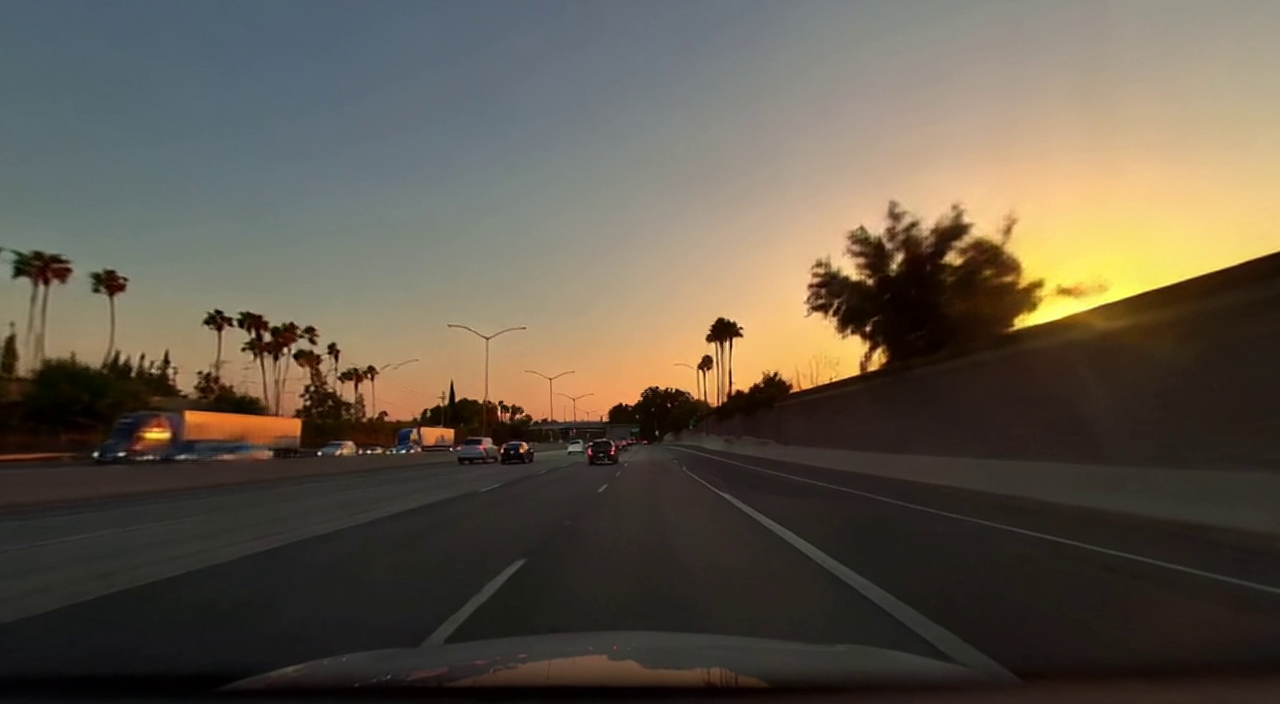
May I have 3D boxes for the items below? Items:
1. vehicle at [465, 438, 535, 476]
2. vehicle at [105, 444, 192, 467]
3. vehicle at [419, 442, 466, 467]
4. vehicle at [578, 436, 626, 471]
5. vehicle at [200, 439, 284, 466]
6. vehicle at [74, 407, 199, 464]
[{"bbox_3d":[-6.628,5.003,30.423,2.204,1.677,4.438,0,-8,2],"label":"vehicle"},{"bbox_3d":[-32.750,6.899,42.289,1.826,1.483,4.797,-1,-8,3],"label":"vehicle"},{"bbox_3d":[-13.987,7.264,45.064,1.836,1.662,4.317,0,-8,2],"label":"vehicle"},{"bbox_3d":[-1.905,5.262,32.962,2.201,1.672,4.128,0,-8,1],"label":"vehicle"},{"bbox_3d":[-23.790,6.005,37.992,1.940,1.494,4.599,0,-8,2],"label":"vehicle"},{"bbox_3d":[-36.591,6.165,46.338,3.004,3.870,6.956,0,-8,3],"label":"vehicle"}]
